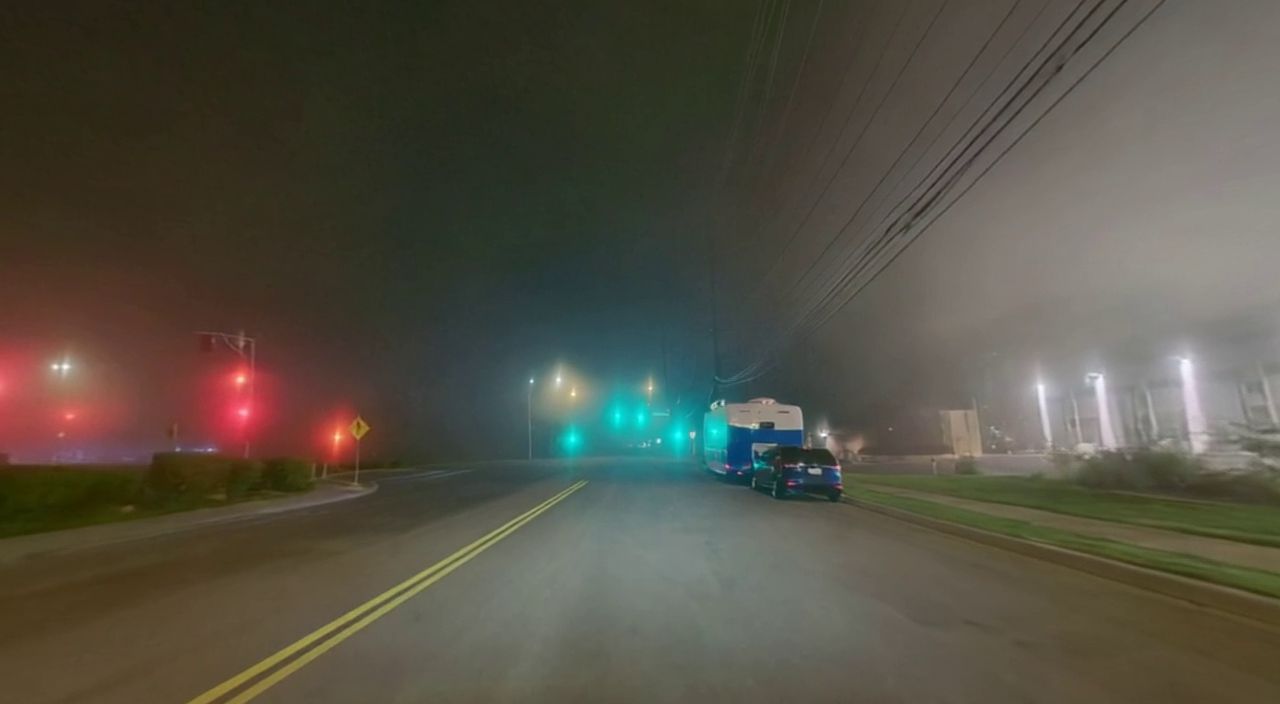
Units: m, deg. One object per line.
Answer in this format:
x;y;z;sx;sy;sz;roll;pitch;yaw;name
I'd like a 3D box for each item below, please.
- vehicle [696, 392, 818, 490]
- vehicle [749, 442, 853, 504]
4.272;3.606;25.409;3.110;3.241;8.788;0;-9;-1;vehicle
4.419;3.353;17.925;1.852;1.497;3.672;-2;-8;-2;vehicle
